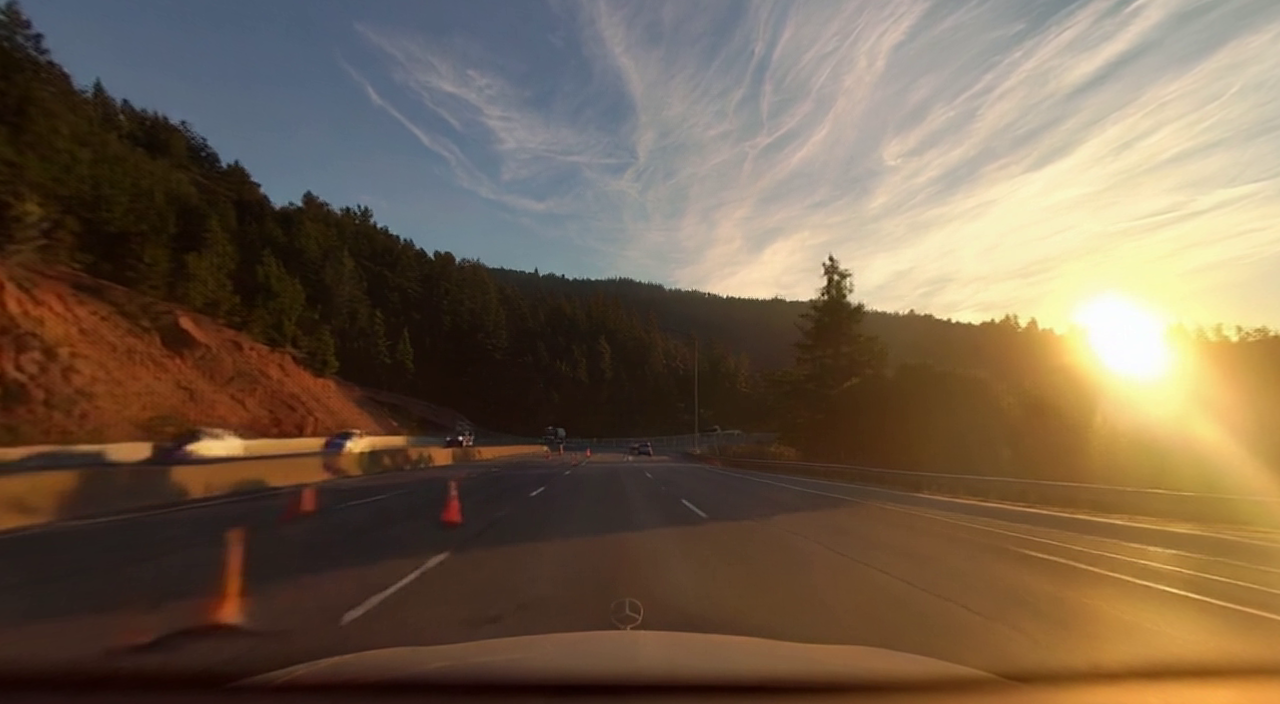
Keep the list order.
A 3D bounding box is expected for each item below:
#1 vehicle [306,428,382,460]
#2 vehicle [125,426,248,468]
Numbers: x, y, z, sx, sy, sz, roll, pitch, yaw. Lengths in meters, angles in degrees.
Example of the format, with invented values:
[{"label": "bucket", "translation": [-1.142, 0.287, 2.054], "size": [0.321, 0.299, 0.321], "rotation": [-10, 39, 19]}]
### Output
[{"label": "vehicle", "translation": [-15.778, 4.947, 33.870], "size": [2.008, 1.598, 4.397], "rotation": [0, -8, -1]}, {"label": "vehicle", "translation": [-19.483, 4.123, 27.411], "size": [1.971, 1.640, 4.581], "rotation": [0, -8, -1]}]
